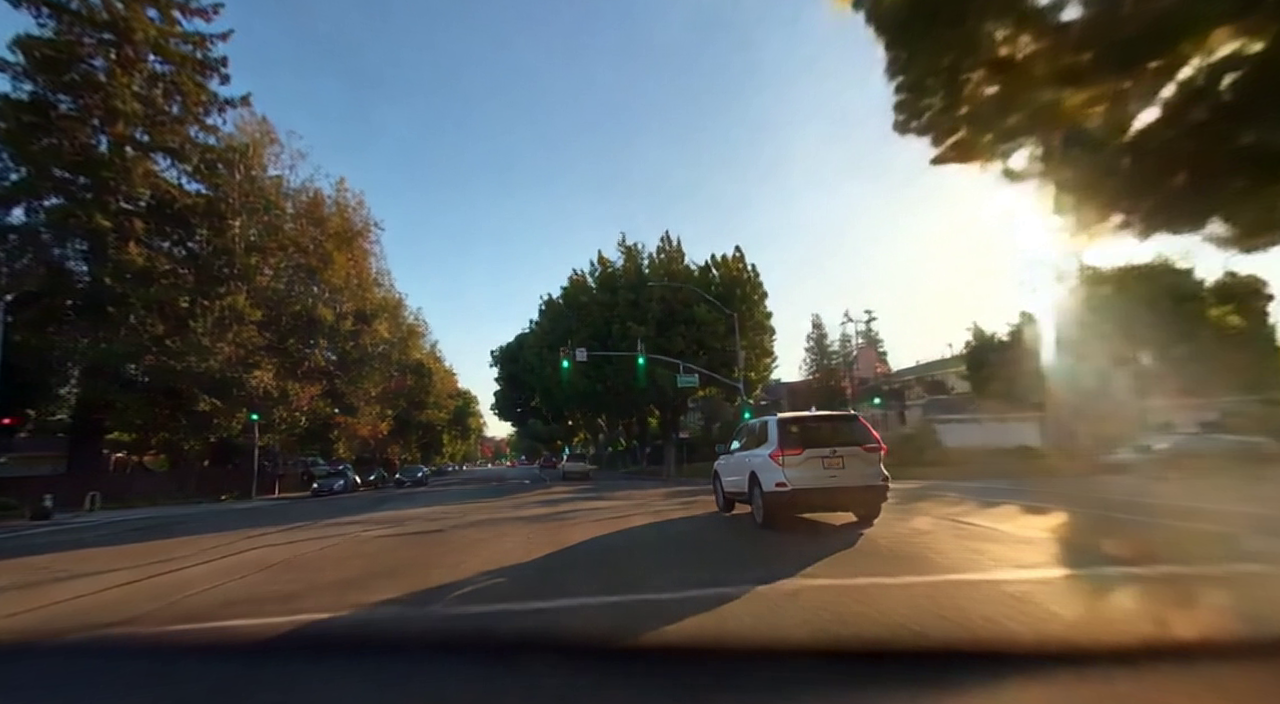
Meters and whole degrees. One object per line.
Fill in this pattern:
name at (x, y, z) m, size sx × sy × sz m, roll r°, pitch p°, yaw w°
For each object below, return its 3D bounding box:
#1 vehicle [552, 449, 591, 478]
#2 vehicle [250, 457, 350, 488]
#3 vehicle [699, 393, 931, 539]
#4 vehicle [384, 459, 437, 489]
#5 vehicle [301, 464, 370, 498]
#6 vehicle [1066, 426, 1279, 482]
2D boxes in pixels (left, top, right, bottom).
vehicle at (-4.547, 7.278, 41.337) m, size 2.138 × 1.729 × 4.178 m, roll 1°, pitch -8°, yaw -11°
vehicle at (-24.023, 8.550, 44.819) m, size 5.734 × 1.950 × 2.287 m, roll 1°, pitch -8°, yaw -10°
vehicle at (2.803, 2.036, 11.932) m, size 2.338 × 2.063 × 5.592 m, roll 0°, pitch -8°, yaw -5°
vehicle at (-13.584, 7.220, 37.597) m, size 2.035 × 1.475 × 4.639 m, roll 0°, pitch -8°, yaw -8°
vehicle at (-16.552, 7.005, 34.516) m, size 1.955 × 1.509 × 4.640 m, roll -3°, pitch -9°, yaw -6°
vehicle at (15.137, 2.911, 18.075) m, size 4.413 × 1.449 × 1.963 m, roll 0°, pitch -8°, yaw -3°
